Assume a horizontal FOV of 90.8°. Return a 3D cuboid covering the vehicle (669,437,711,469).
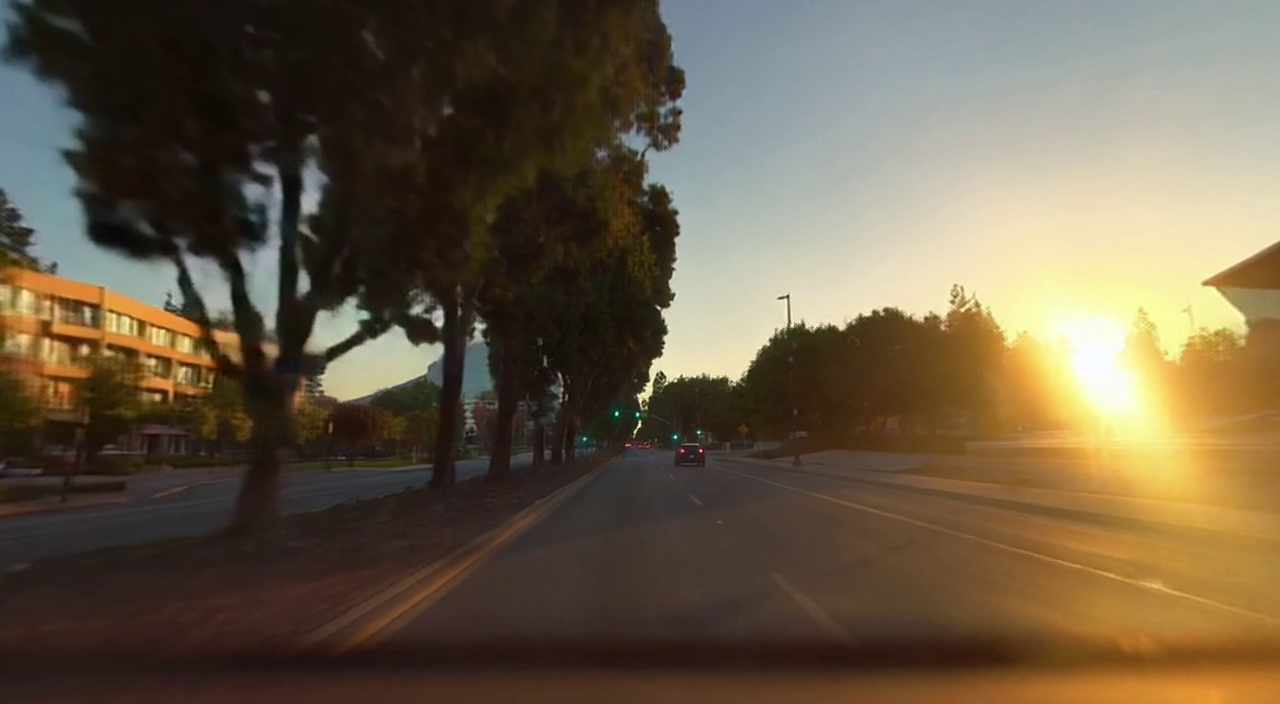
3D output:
[{"bbox_3d":[3.026,6.273,39.482,2.085,1.828,5.383,0,-8,-1],"label":"vehicle"}]
